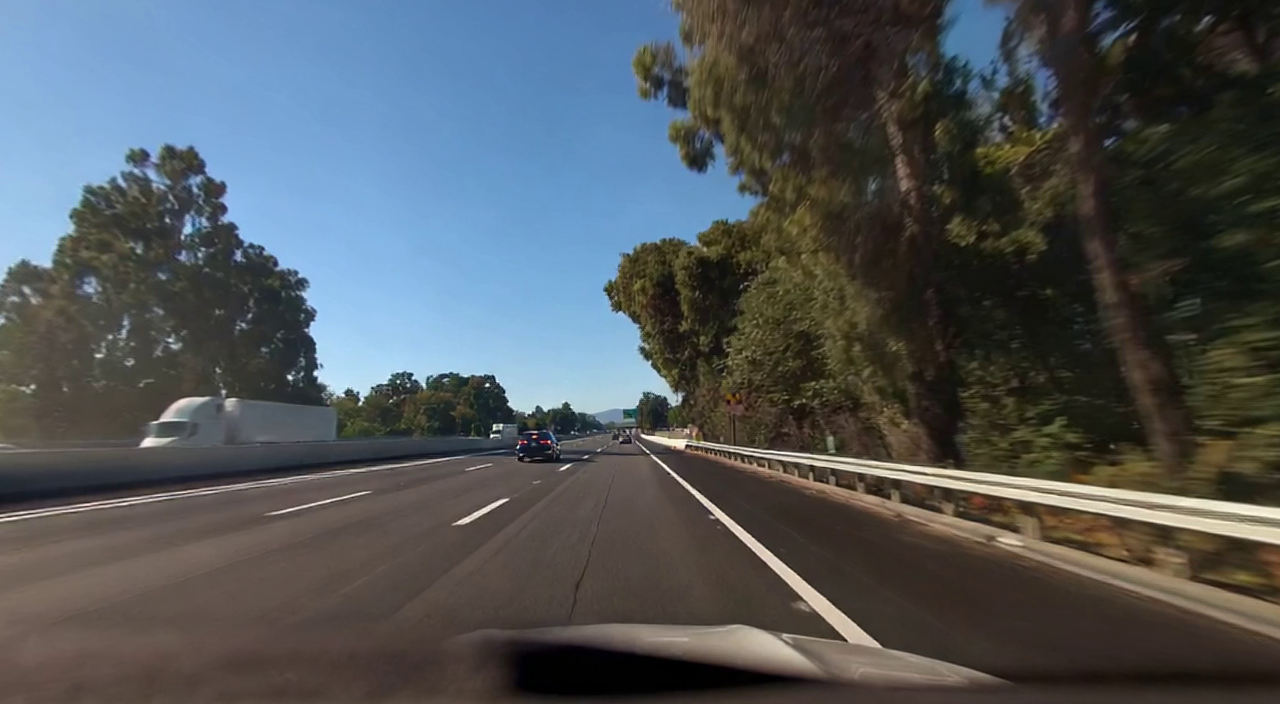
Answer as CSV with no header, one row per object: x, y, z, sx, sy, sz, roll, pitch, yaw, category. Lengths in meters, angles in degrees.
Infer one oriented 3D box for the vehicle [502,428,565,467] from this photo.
-4.632,4.217,27.938,2.064,1.571,4.225,0,-8,0,vehicle

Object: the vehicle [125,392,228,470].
-25.411,4.337,34.630,3.003,4.031,3.123,1,-7,-1,vehicle

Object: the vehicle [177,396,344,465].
-25.498,5.535,43.794,2.904,3.961,14.167,0,-8,0,vehicle
